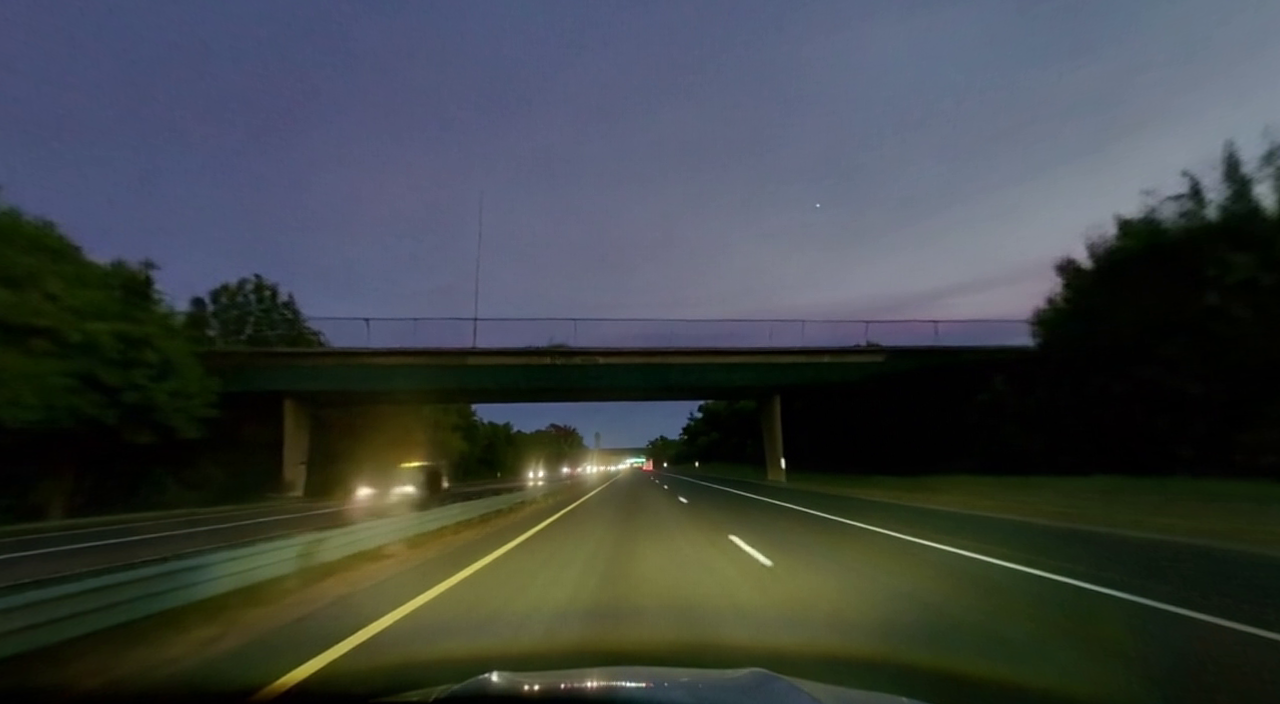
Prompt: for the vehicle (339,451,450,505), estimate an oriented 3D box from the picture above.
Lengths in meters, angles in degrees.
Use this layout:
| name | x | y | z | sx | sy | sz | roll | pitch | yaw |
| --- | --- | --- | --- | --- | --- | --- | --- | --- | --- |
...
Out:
| name | x | y | z | sx | sy | sz | roll | pitch | yaw |
| --- | --- | --- | --- | --- | --- | --- | --- | --- | --- |
| vehicle | -9.204 | 4.778 | 24.088 | 2.150 | 1.806 | 5.014 | 1 | -10 | 1 |
